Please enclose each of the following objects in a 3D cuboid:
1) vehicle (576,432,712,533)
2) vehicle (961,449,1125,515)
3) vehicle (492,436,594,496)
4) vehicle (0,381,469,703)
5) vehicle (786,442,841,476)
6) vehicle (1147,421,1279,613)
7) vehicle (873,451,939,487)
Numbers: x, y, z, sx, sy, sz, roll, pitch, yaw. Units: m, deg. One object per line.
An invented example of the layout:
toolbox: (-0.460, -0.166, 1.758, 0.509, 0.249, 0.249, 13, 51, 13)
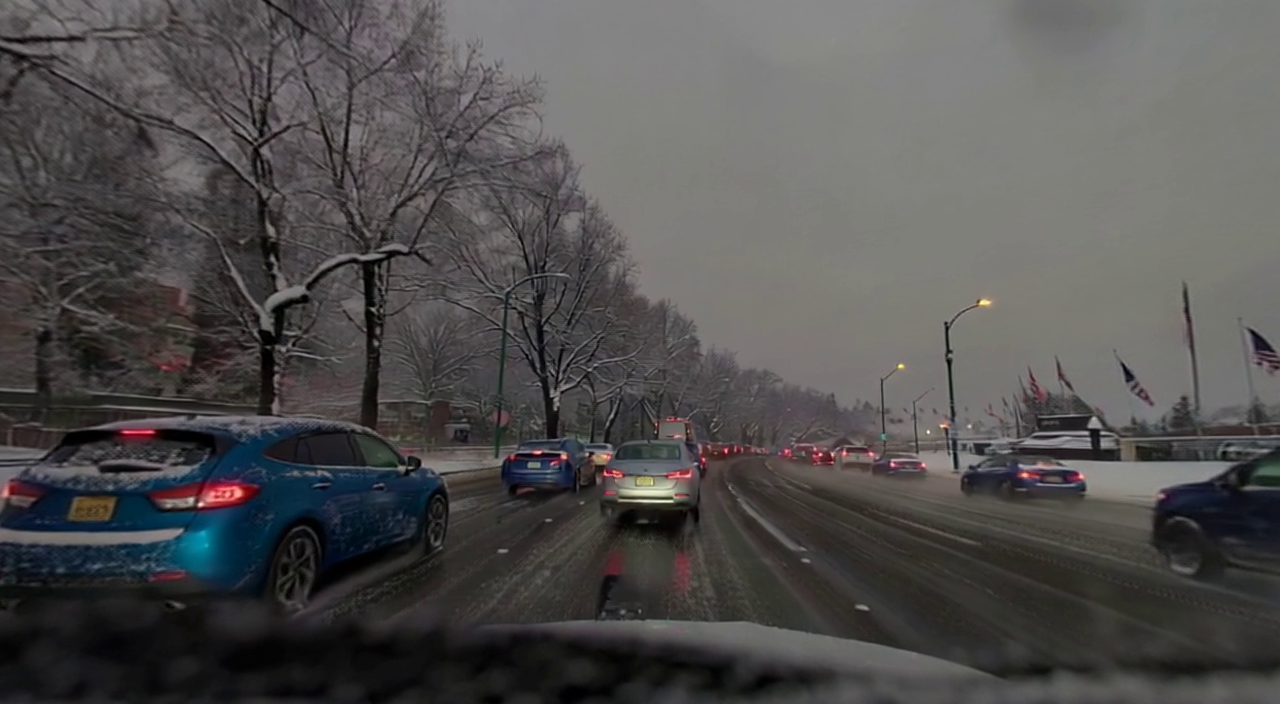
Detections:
vehicle: (0.224, 2.340, 11.883, 2.090, 1.506, 4.276, 0, -9, 4)
vehicle: (11.065, 3.548, 17.773, 1.934, 1.585, 4.397, 0, -9, 4)
vehicle: (-2.728, 3.355, 18.982, 1.974, 1.549, 4.603, 0, -9, 5)
vehicle: (-3.164, 1.288, 5.387, 1.988, 1.635, 4.260, 0, -9, 3)
vehicle: (8.612, 5.329, 31.568, 1.944, 1.544, 4.301, 0, -9, 6)
vehicle: (6.416, 1.269, 4.399, 2.011, 1.610, 4.568, 0, -9, 2)
vehicle: (12.429, 5.453, 29.638, 1.749, 1.481, 3.808, 0, -9, 5)
